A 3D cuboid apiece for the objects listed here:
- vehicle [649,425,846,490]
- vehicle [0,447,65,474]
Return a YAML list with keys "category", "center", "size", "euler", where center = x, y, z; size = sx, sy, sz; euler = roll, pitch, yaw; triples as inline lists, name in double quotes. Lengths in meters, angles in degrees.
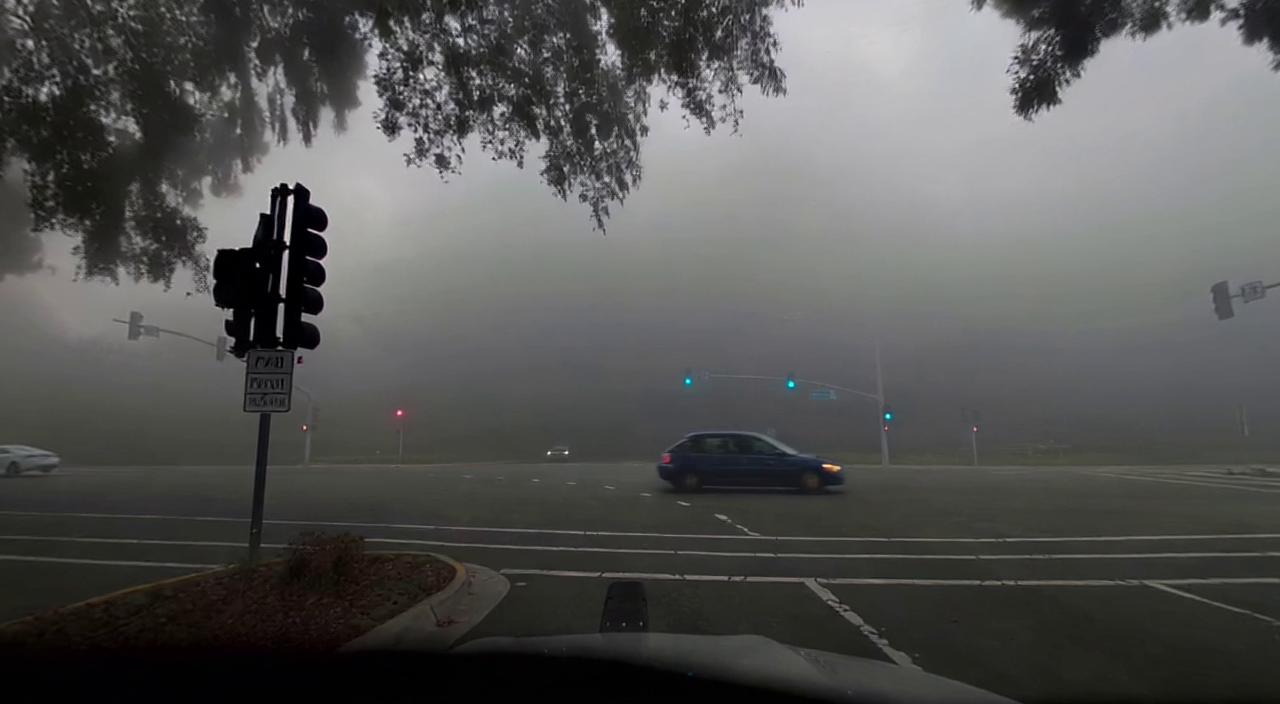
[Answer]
- category: "vehicle"
  center: [2.853, 2.934, 17.692]
  size: [5.155, 1.686, 1.937]
  euler: [-1, -8, 2]
- category: "vehicle"
  center: [-36.622, 6.271, 36.470]
  size: [4.975, 1.482, 1.814]
  euler: [-1, -9, 2]
